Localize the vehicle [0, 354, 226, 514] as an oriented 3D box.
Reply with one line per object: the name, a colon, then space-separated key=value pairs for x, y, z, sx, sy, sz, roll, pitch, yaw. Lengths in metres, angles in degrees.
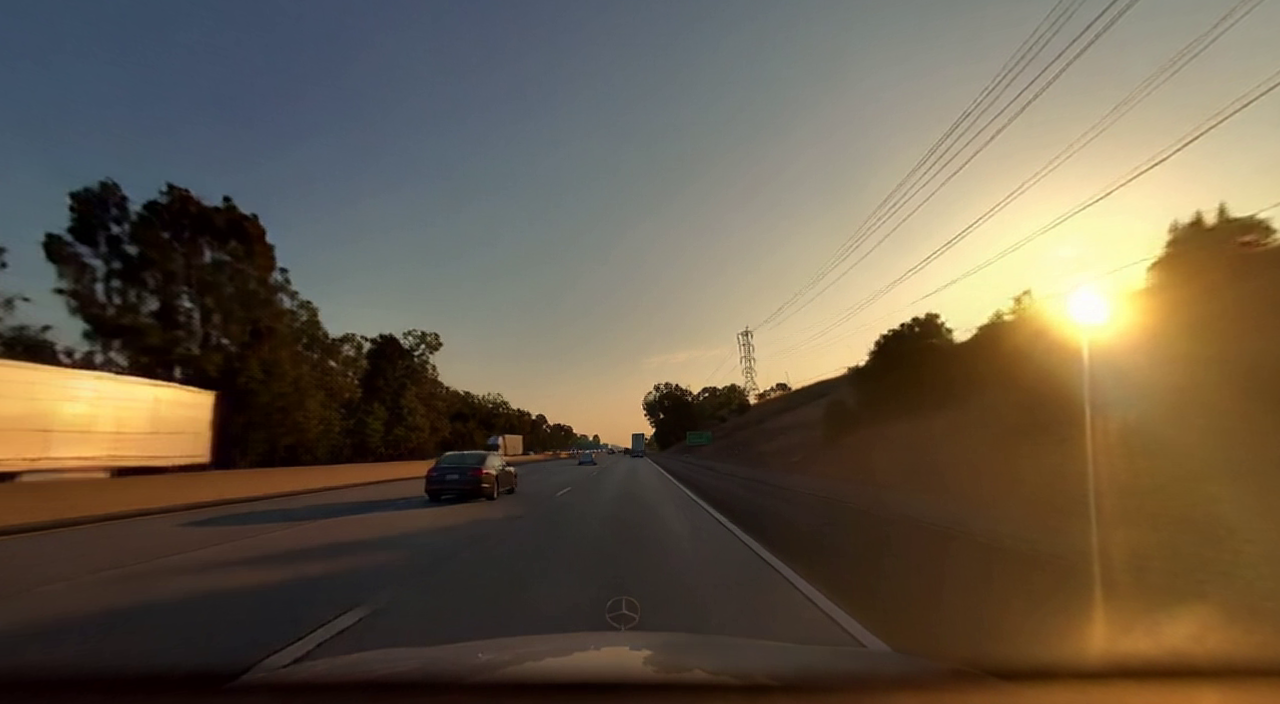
vehicle: x=-17.970 y=2.361 z=17.766 sx=2.933 sy=4.087 sz=14.392 roll=0 pitch=-9 yaw=0

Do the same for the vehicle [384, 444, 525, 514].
vehicle: x=-4.306 y=3.024 z=15.496 sx=2.106 sy=1.445 sz=4.404 roll=0 pitch=-9 yaw=0
